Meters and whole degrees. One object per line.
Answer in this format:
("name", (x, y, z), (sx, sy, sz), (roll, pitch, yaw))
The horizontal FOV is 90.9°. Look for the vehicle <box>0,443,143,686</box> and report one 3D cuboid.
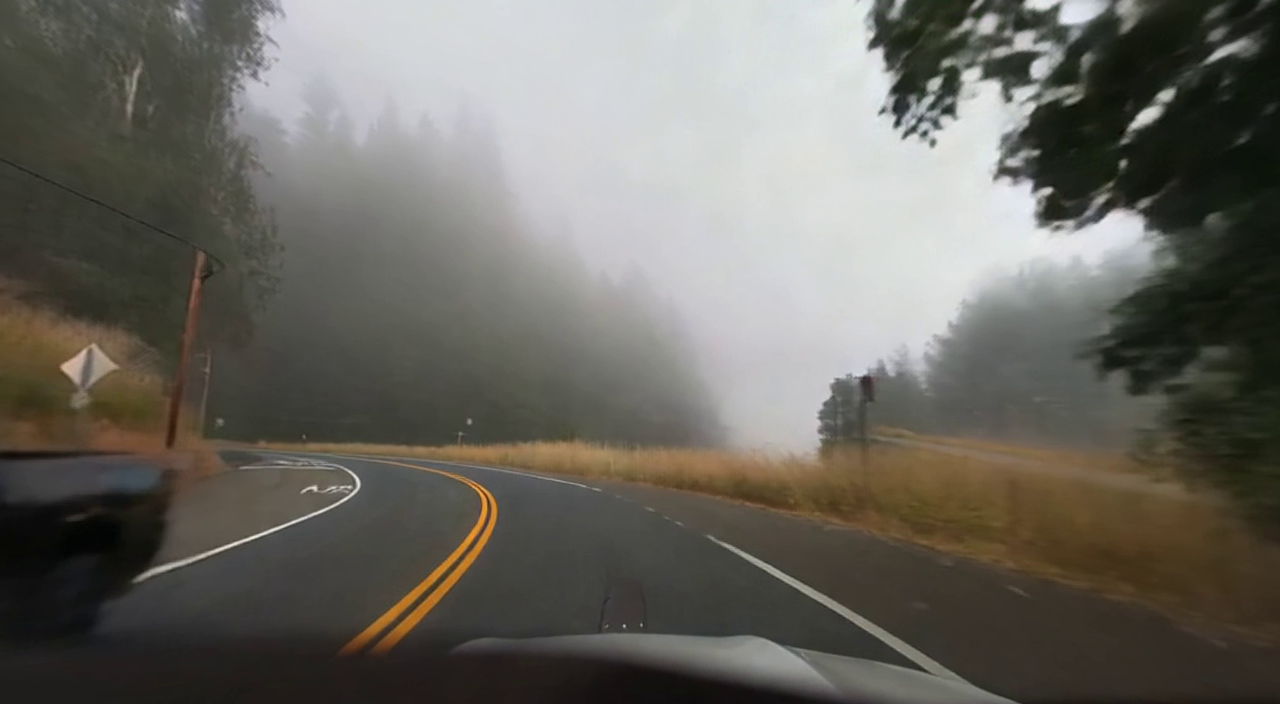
("vehicle", (-4.787, 1.105, 2.580), (2.063, 1.443, 4.488), (0, -9, -4))
